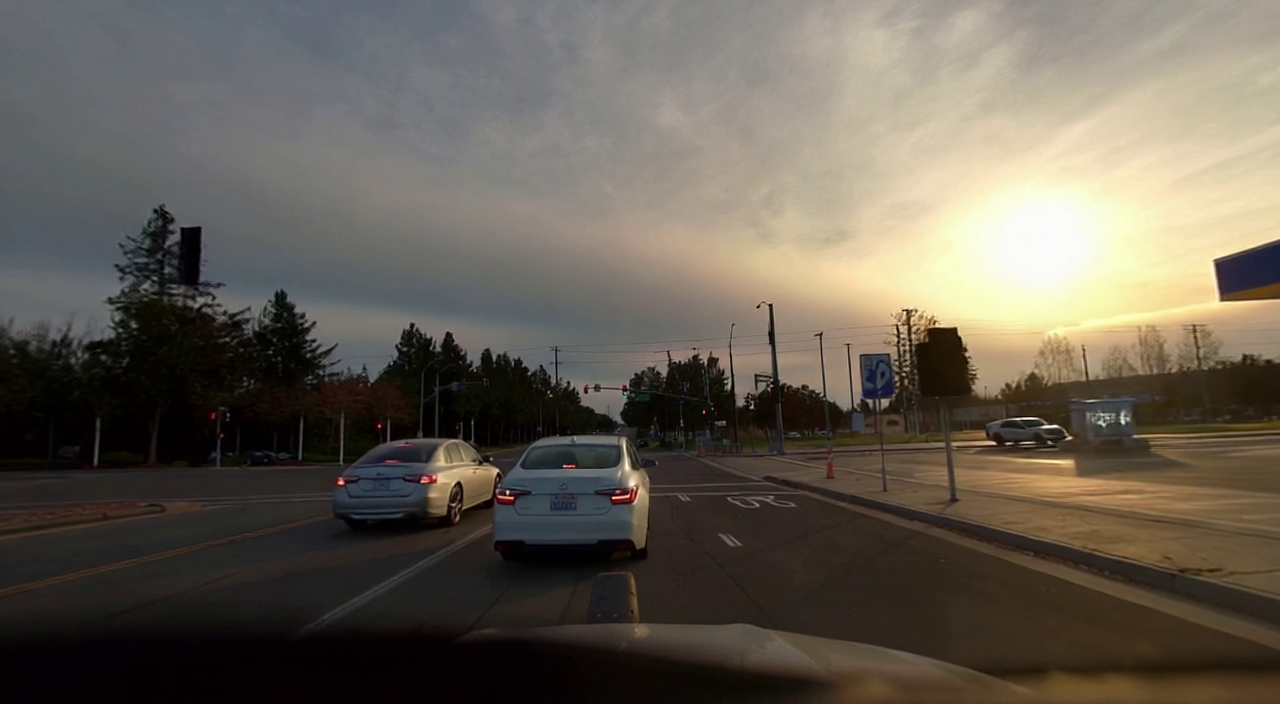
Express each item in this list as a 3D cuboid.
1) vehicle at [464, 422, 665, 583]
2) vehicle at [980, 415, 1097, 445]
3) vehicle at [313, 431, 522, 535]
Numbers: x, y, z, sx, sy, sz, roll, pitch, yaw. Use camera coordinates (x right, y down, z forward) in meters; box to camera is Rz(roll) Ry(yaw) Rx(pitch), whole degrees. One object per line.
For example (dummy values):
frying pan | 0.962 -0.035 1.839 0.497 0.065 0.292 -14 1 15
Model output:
vehicle | -0.648 1.761 8.299 1.916 1.510 4.447 0 -8 2
vehicle | 21.273 4.198 33.868 4.874 1.502 2.048 0 -9 -1
vehicle | -3.733 2.292 11.731 1.995 1.506 4.773 0 -8 2
